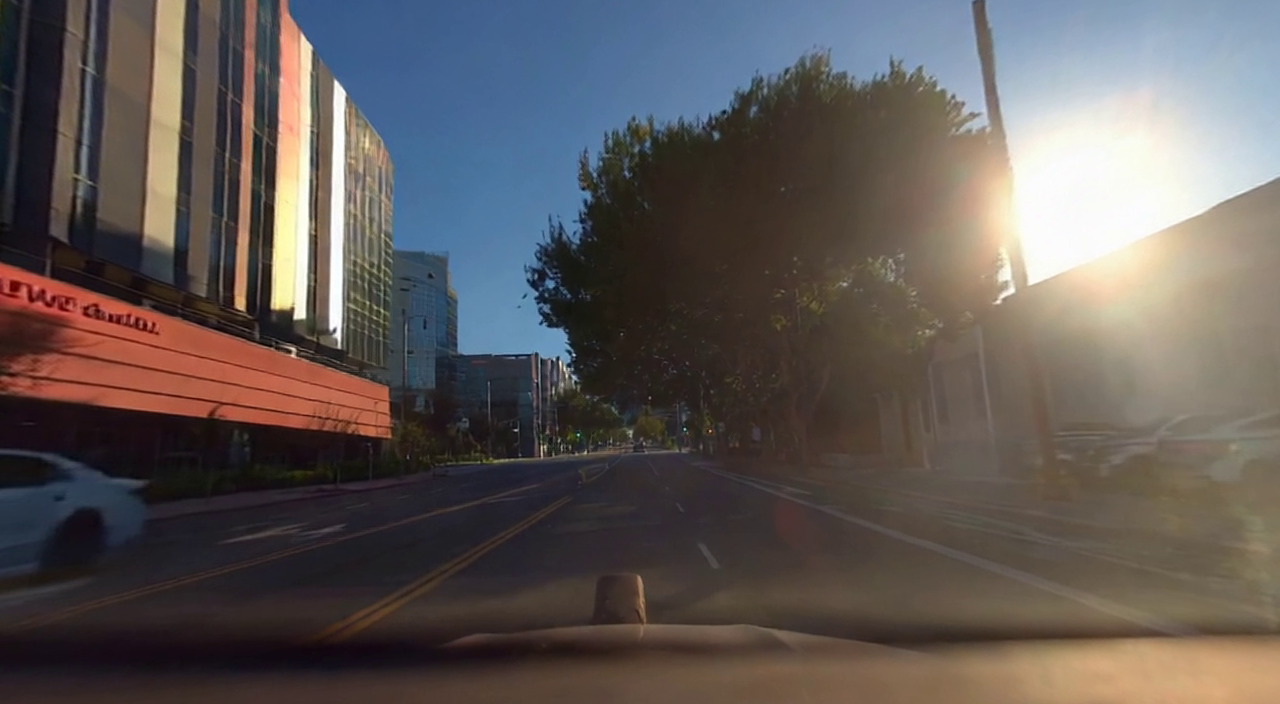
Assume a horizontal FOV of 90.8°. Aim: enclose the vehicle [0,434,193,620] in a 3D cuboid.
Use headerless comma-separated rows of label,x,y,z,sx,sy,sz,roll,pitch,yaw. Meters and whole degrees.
vehicle,-6.472,1.455,5.128,2.037,1.563,4.754,-1,-8,3
